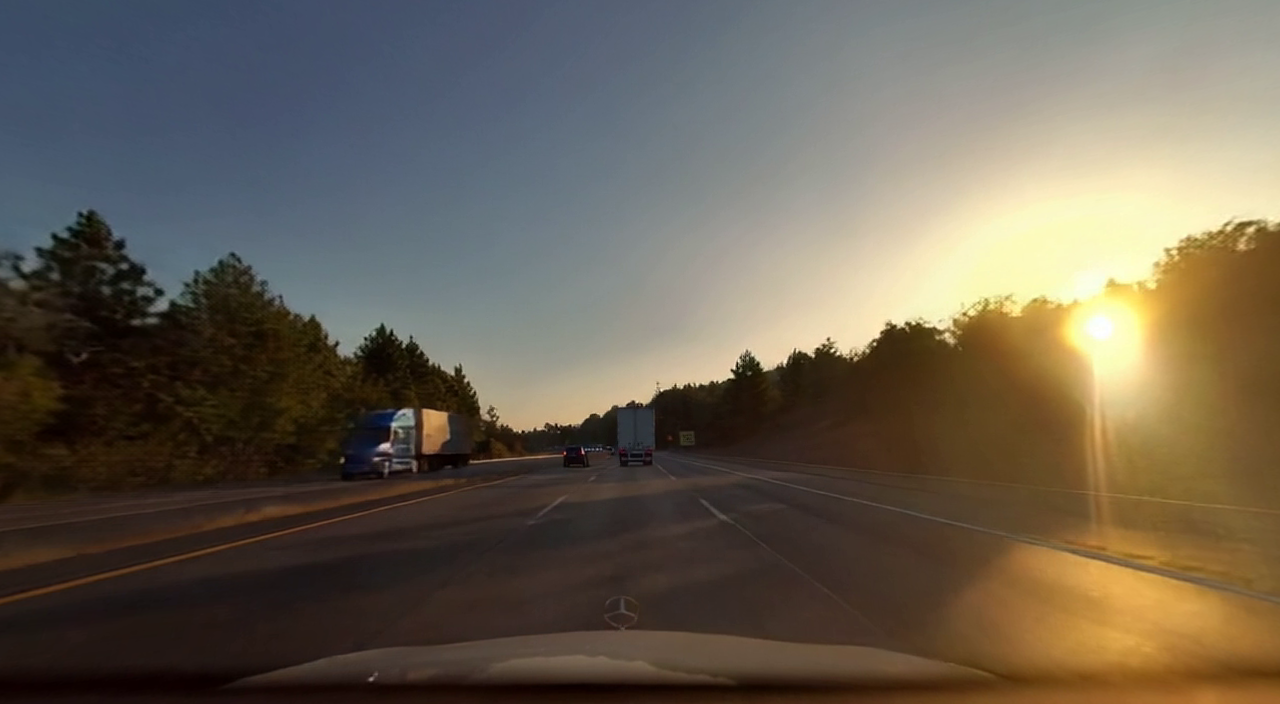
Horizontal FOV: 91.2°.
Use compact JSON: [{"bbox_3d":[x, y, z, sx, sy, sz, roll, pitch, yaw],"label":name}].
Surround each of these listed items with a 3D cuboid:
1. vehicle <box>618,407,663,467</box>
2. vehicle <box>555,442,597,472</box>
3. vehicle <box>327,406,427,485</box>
[{"bbox_3d":[-0.069,6.673,48.391,3.100,4.091,10.664,0,-9,-1],"label":"vehicle"},{"bbox_3d":[-3.716,6.220,37.202,2.112,1.645,4.129,0,-9,-1],"label":"vehicle"},{"bbox_3d":[-14.976,5.458,36.321,2.966,4.134,6.321,0,-9,0],"label":"vehicle"}]
